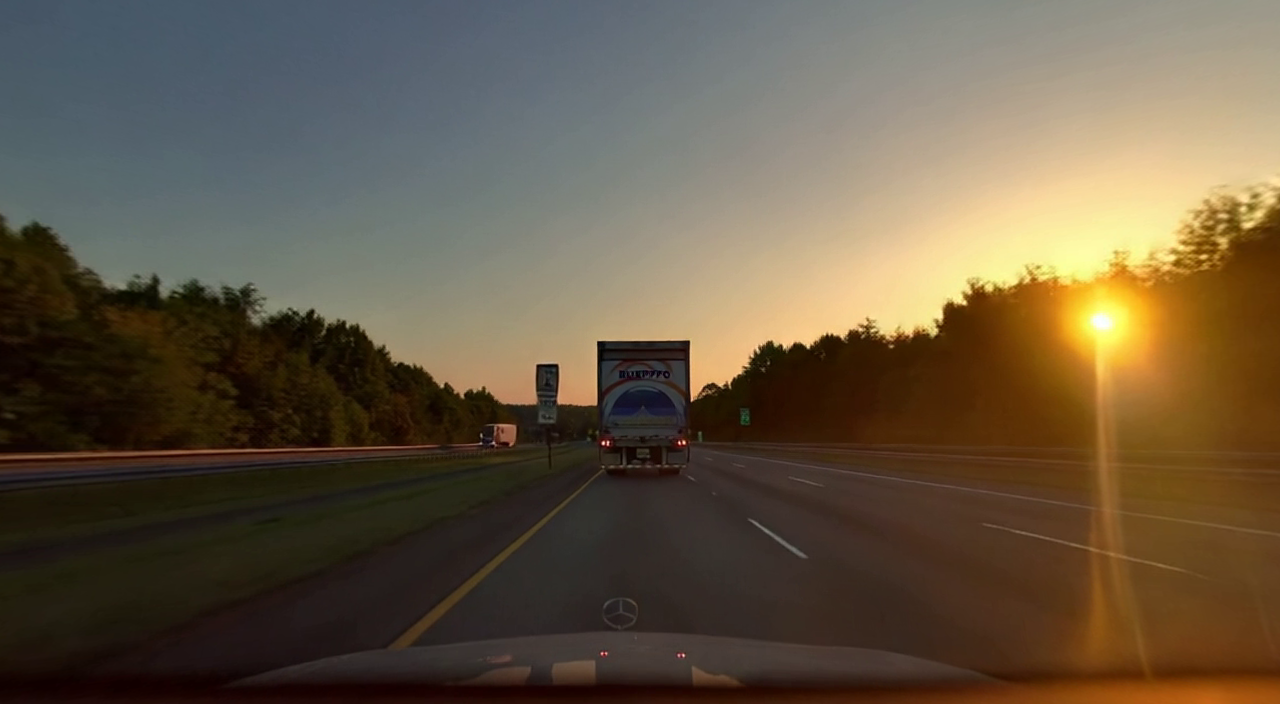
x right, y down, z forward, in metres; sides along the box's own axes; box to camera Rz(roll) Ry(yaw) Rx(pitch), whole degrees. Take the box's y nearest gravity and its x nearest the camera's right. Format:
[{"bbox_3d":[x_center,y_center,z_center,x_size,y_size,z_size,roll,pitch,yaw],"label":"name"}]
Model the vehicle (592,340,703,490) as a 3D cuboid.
[{"bbox_3d":[0.141,2.217,20.803,2.870,3.911,8.697,0,-8,-1],"label":"vehicle"}]
